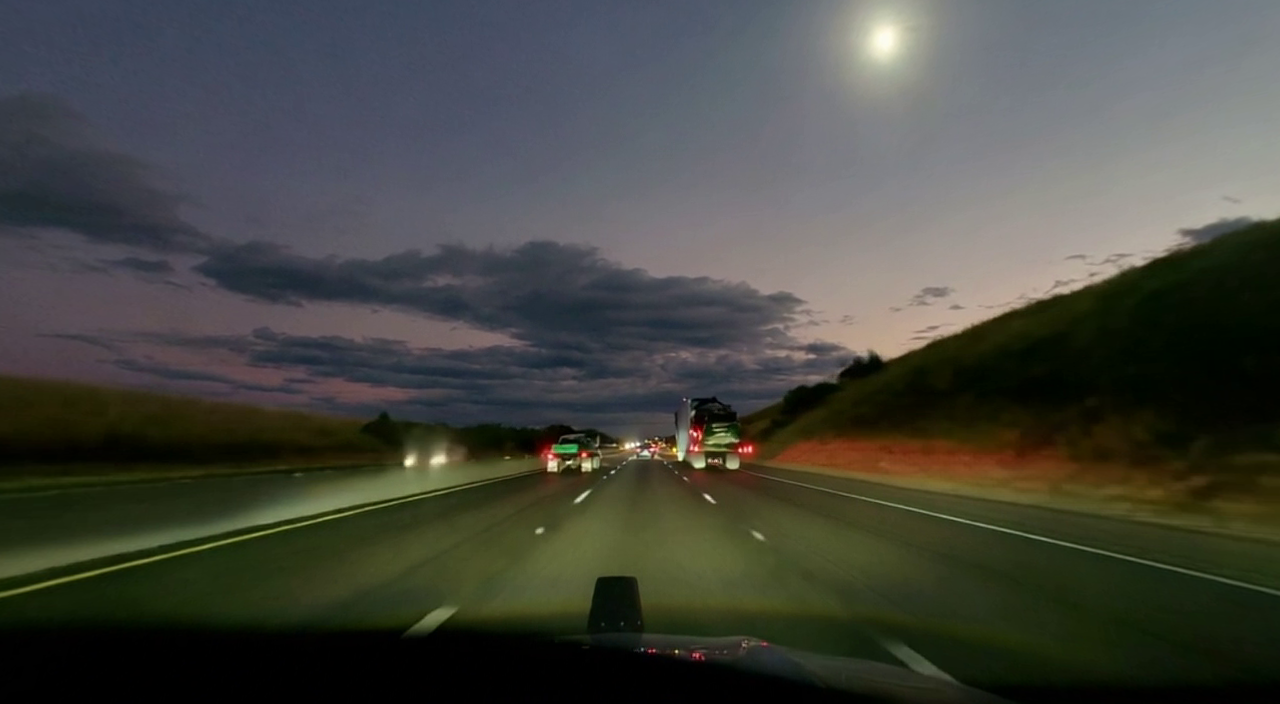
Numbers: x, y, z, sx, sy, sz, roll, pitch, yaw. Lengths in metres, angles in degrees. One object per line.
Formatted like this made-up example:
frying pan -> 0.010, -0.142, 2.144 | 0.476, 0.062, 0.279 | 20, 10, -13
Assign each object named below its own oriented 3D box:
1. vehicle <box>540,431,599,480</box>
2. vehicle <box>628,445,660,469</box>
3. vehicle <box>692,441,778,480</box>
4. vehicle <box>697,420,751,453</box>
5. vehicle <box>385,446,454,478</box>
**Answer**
vehicle -> -3.148, 4.765, 29.099 | 2.142, 2.044, 4.446 | 0, -9, 1
vehicle -> 0.258, 7.106, 42.698 | 2.086, 1.497, 3.681 | 0, -9, 0
vehicle -> 4.232, 5.154, 30.332 | 2.654, 1.574, 9.537 | 0, -9, 0
vehicle -> 4.108, 4.257, 31.465 | 1.968, 1.547, 4.215 | 0, -9, -2
vehicle -> -10.932, 5.464, 31.506 | 1.879, 1.437, 4.183 | 0, -9, 1
